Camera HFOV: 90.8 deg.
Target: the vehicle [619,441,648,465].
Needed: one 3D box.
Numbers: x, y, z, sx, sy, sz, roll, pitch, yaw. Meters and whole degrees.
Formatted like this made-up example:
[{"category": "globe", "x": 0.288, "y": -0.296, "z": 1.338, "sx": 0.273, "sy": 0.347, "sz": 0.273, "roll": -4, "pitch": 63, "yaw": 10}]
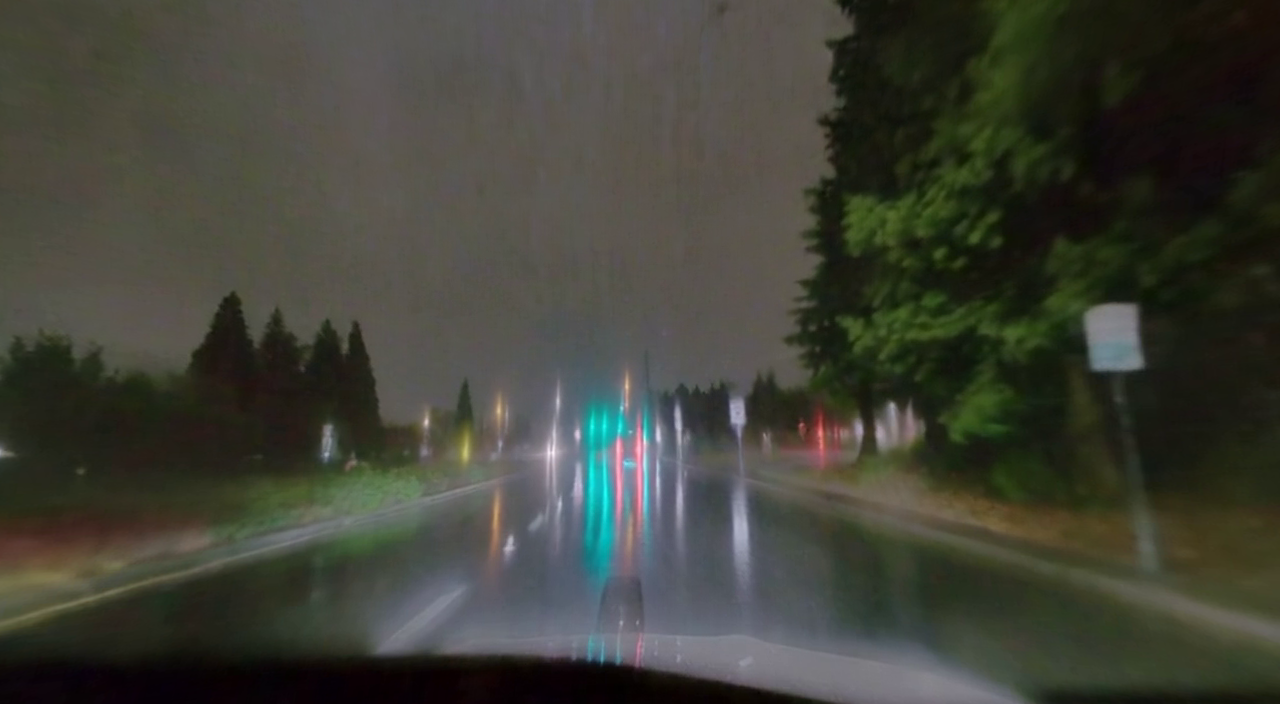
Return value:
[{"category": "vehicle", "x": -0.483, "y": 7.341, "z": 45.960, "sx": 2.045, "sy": 1.613, "sz": 4.210, "roll": 0, "pitch": -8, "yaw": -1}]
